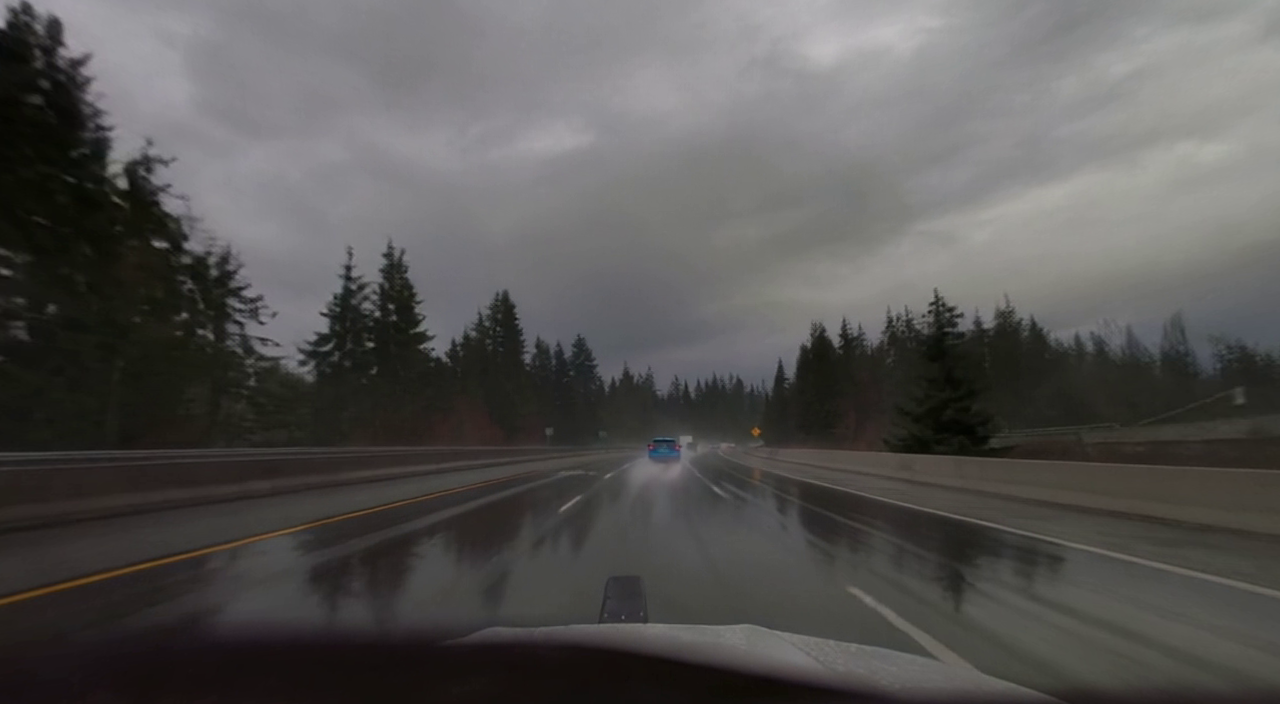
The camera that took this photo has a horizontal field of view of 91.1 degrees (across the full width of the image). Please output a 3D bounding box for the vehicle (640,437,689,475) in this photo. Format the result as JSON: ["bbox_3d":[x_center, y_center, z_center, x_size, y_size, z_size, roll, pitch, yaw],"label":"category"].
[{"bbox_3d":[1.129,4.882,29.701,2.133,1.686,4.203,0,-8,2],"label":"vehicle"}]
